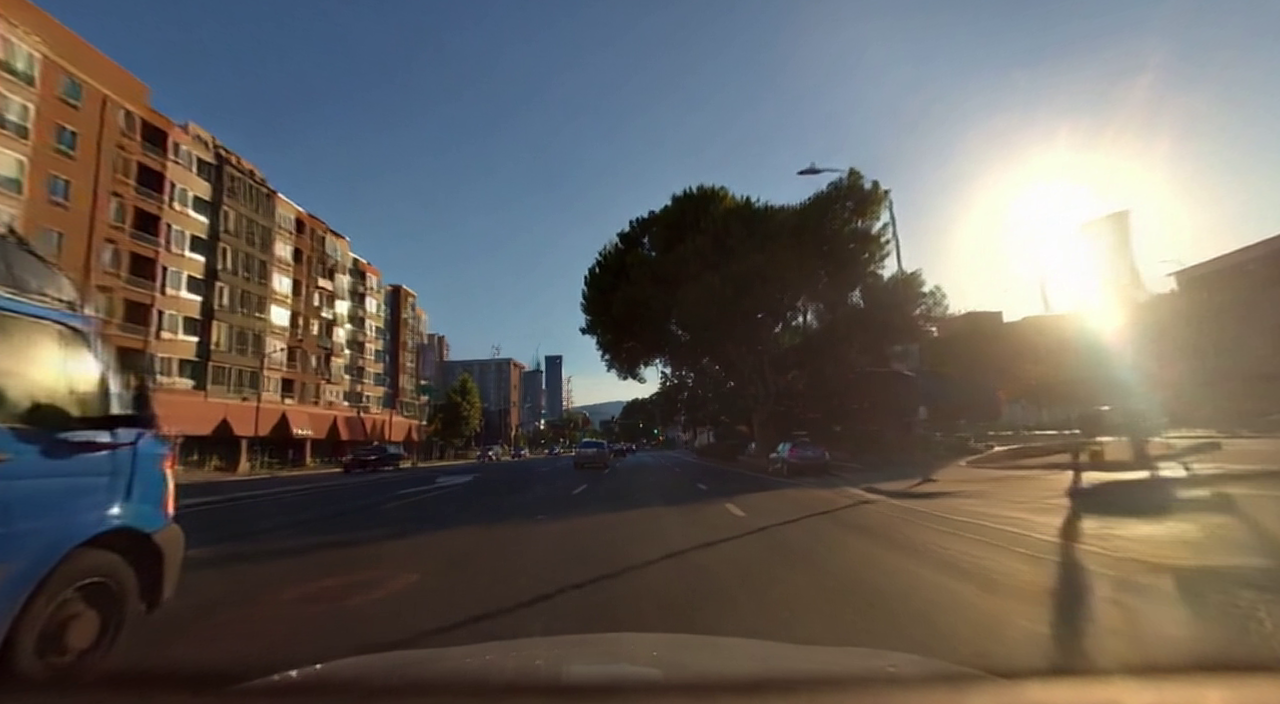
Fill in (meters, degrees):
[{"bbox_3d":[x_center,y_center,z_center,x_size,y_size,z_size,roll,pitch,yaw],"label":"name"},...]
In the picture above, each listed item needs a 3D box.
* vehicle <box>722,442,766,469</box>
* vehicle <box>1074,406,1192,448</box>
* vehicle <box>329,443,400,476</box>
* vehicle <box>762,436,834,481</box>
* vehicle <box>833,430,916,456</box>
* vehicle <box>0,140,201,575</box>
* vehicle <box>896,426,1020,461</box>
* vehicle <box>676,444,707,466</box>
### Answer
[{"bbox_3d":[6.881,6.861,42.169,2.063,1.631,4.507,0,-8,-1],"label":"vehicle"},{"bbox_3d":[30.715,4.748,39.539,5.204,2.465,2.316,-1,-8,5],"label":"vehicle"},{"bbox_3d":[-15.161,5.905,35.084,2.014,1.700,4.308,0,-8,0],"label":"vehicle"},{"bbox_3d":[6.635,4.517,27.101,2.175,1.770,4.373,-1,-8,3],"label":"vehicle"},{"bbox_3d":[15.048,5.856,40.707,4.527,1.637,1.887,0,-8,-1],"label":"vehicle"},{"bbox_3d":[-5.737,-0.225,2.449,2.763,2.974,7.562,0,-8,-2],"label":"vehicle"},{"bbox_3d":[15.233,4.410,30.495,4.830,1.605,1.982,-1,-9,4],"label":"vehicle"},{"bbox_3d":[3.741,7.505,46.354,1.878,1.534,4.120,0,-8,0],"label":"vehicle"}]
